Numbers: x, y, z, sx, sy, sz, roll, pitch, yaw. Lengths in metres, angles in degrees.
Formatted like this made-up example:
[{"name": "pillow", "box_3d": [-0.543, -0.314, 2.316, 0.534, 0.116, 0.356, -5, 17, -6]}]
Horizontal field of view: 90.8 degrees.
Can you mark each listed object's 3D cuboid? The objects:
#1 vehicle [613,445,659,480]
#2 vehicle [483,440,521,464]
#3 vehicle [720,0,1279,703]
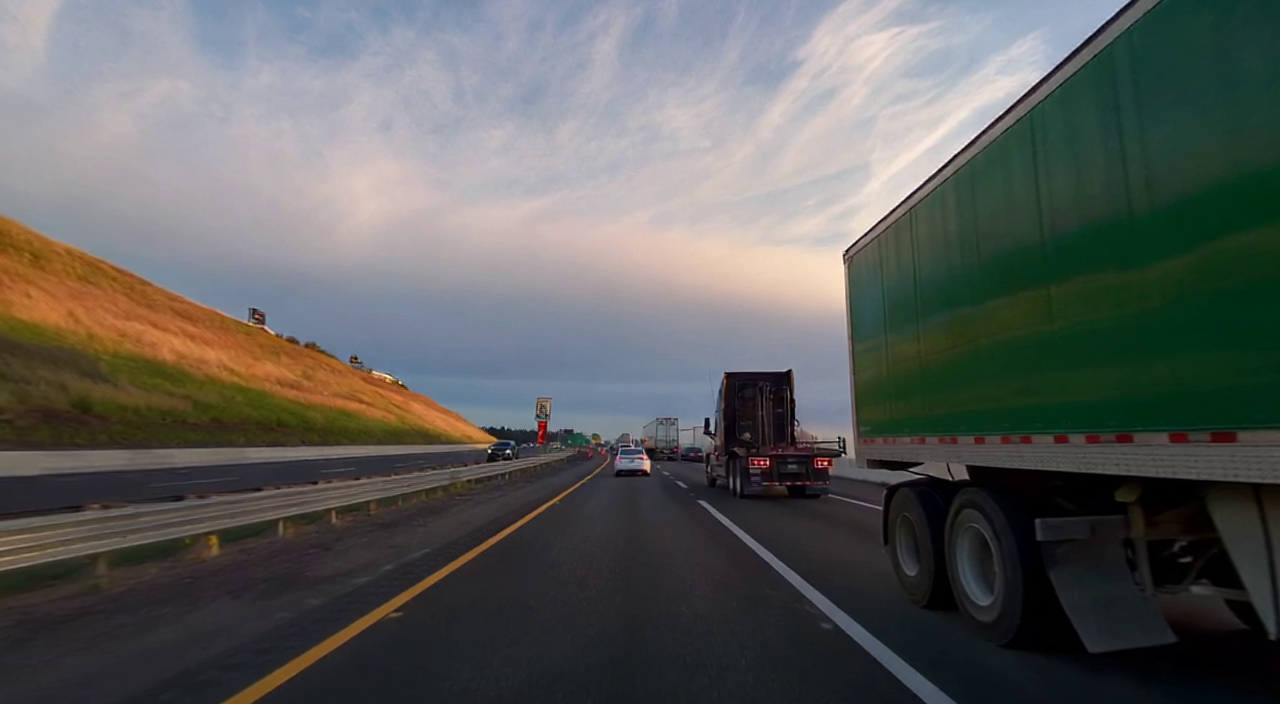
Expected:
[{"name": "vehicle", "box_3d": [-0.181, 4.950, 28.441, 1.927, 1.437, 3.794, 0, -9, 0]}, {"name": "vehicle", "box_3d": [-9.539, 6.954, 43.916, 1.806, 1.550, 4.127, 0, -9, -1]}, {"name": "vehicle", "box_3d": [3.567, 0.788, 9.621, 2.874, 4.065, 14.243, 0, -9, 0]}]
